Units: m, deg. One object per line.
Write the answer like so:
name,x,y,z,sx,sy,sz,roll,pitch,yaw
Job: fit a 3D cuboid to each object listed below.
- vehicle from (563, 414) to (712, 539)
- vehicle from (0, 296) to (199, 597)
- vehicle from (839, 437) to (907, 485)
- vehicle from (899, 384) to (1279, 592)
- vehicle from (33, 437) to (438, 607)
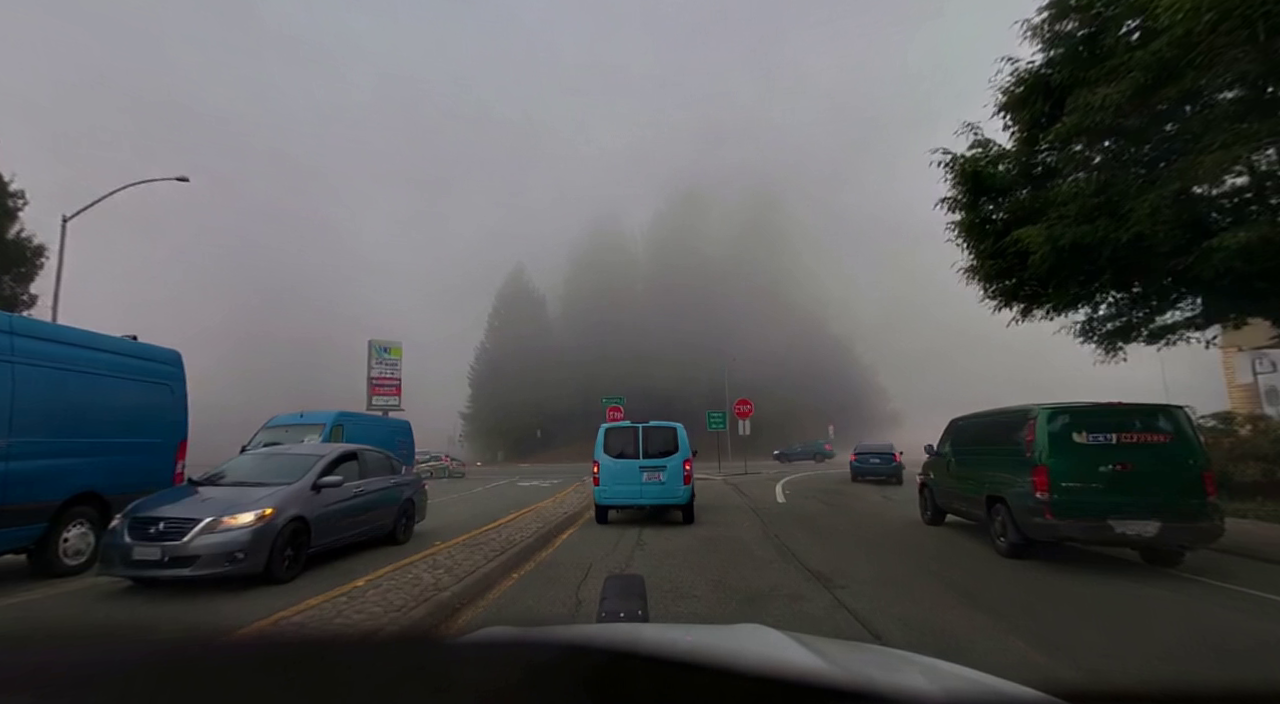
vehicle,0.182,2.202,11.775,2.237,1.828,4.546,-1,-9,6
vehicle,-7.662,0.850,5.696,2.342,3.013,6.631,0,-9,2
vehicle,8.977,4.182,24.306,2.150,1.655,4.045,-4,-10,20
vehicle,5.463,1.686,8.669,2.204,1.973,4.946,-1,-9,7
vehicle,-4.313,1.836,7.873,1.869,1.465,4.503,-1,-9,3
